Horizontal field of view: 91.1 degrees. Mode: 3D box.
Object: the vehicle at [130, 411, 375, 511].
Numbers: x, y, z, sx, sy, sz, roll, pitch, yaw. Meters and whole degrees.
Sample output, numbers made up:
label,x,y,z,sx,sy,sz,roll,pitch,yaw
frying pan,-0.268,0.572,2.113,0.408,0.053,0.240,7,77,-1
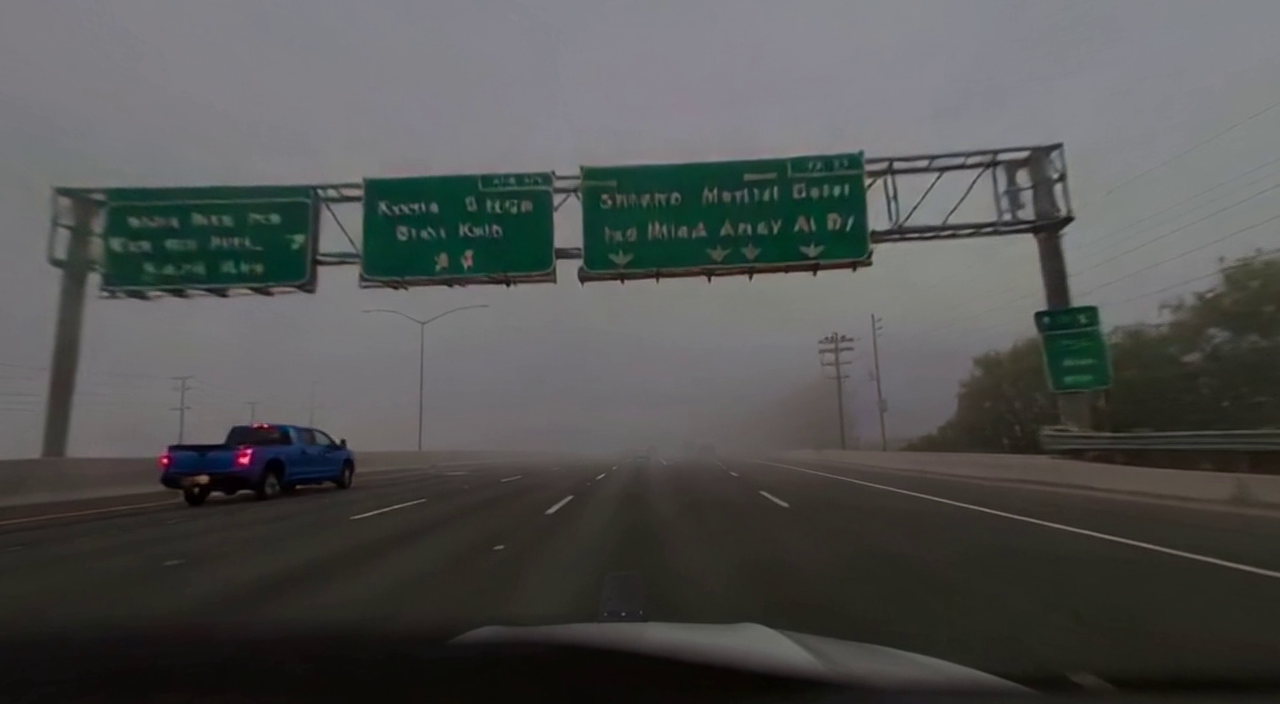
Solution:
label,x,y,z,sx,sy,sz,roll,pitch,yaw
vehicle,-9.968,2.889,17.134,2.667,2.213,6.081,0,-8,1
